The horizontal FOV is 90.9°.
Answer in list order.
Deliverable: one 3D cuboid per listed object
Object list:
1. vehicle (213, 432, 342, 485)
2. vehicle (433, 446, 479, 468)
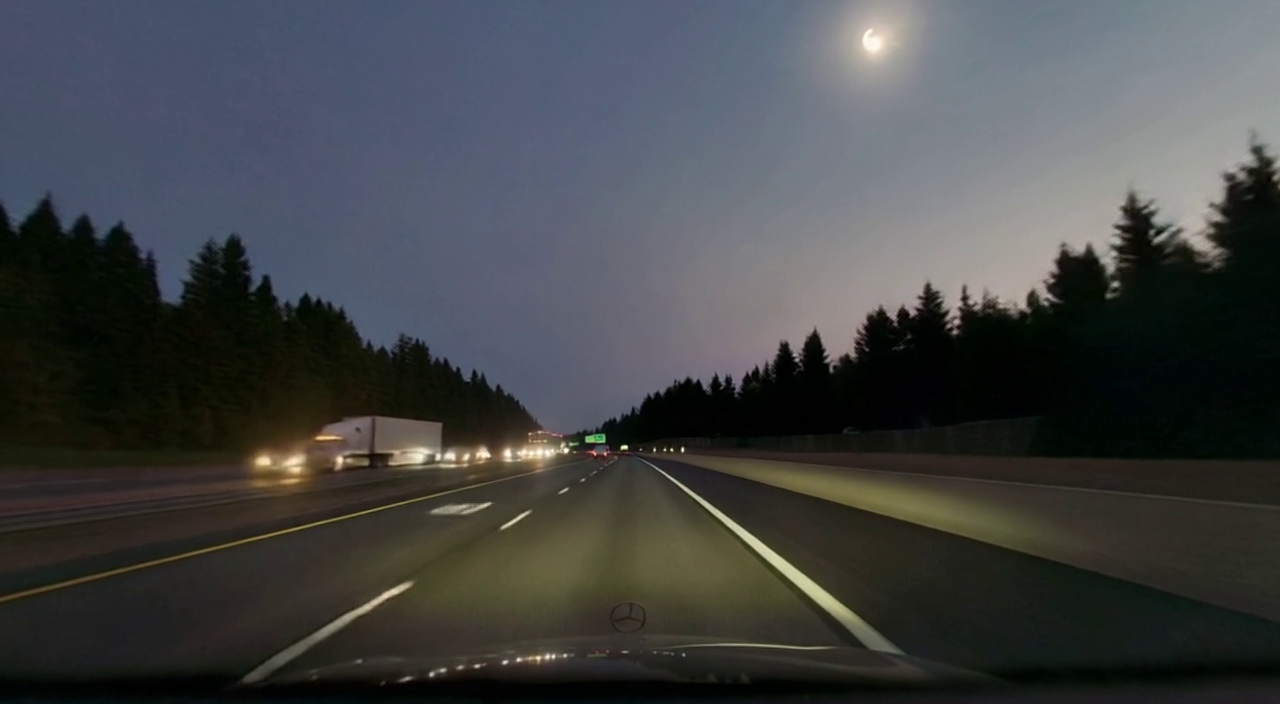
[{"bbox_3d":[-13.556,4.029,23.989,2.107,1.790,4.620,0,-9,0],"label":"vehicle"},{"bbox_3d":[-13.484,7.721,46.466,2.027,1.519,4.733,0,-9,0],"label":"vehicle"}]
